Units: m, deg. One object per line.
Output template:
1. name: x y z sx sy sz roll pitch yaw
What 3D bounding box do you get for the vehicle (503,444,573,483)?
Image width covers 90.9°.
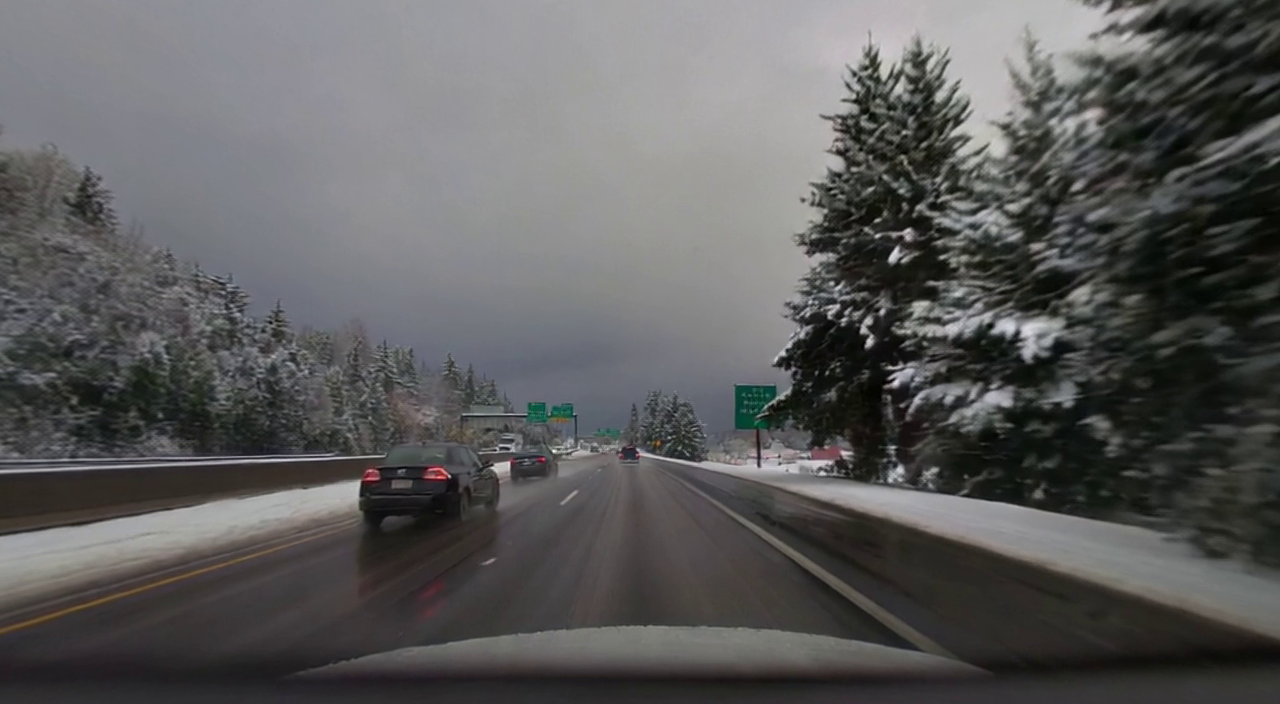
1. vehicle: -4.049 4.495 25.838 2.107 1.453 4.462 0 -8 0

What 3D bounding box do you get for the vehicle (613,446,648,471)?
1. vehicle: -0.613 6.781 40.472 2.100 1.471 3.956 0 -8 -1

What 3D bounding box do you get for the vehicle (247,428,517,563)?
1. vehicle: -3.365 1.960 9.457 2.067 1.509 4.551 0 -8 1
